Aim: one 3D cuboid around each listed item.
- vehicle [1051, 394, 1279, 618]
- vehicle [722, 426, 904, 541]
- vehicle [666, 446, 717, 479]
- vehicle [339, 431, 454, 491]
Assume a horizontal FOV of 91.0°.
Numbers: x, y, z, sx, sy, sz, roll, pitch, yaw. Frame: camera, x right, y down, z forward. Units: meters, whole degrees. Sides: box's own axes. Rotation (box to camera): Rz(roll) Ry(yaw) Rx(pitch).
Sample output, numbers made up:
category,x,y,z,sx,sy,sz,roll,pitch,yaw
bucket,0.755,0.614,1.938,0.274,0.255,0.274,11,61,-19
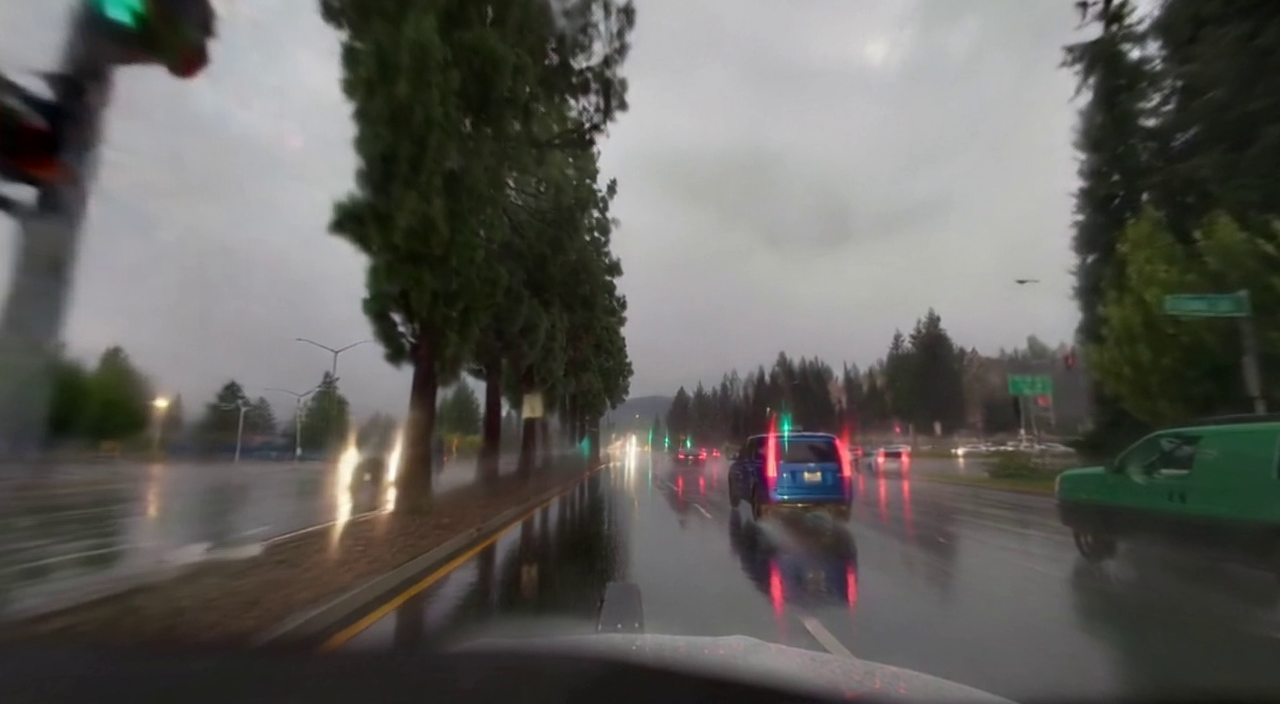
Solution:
category,x,y,z,sx,sy,sz,roll,pitch,yaw
vehicle,6.282,1.309,5.477,2.153,1.811,4.595,0,-8,-2
vehicle,2.874,2.289,11.579,2.075,1.698,4.142,0,-8,-1
vehicle,2.437,5.342,30.845,1.980,1.484,4.093,0,-8,-2
vehicle,-9.240,4.173,24.524,2.215,2.062,5.360,0,-8,1
